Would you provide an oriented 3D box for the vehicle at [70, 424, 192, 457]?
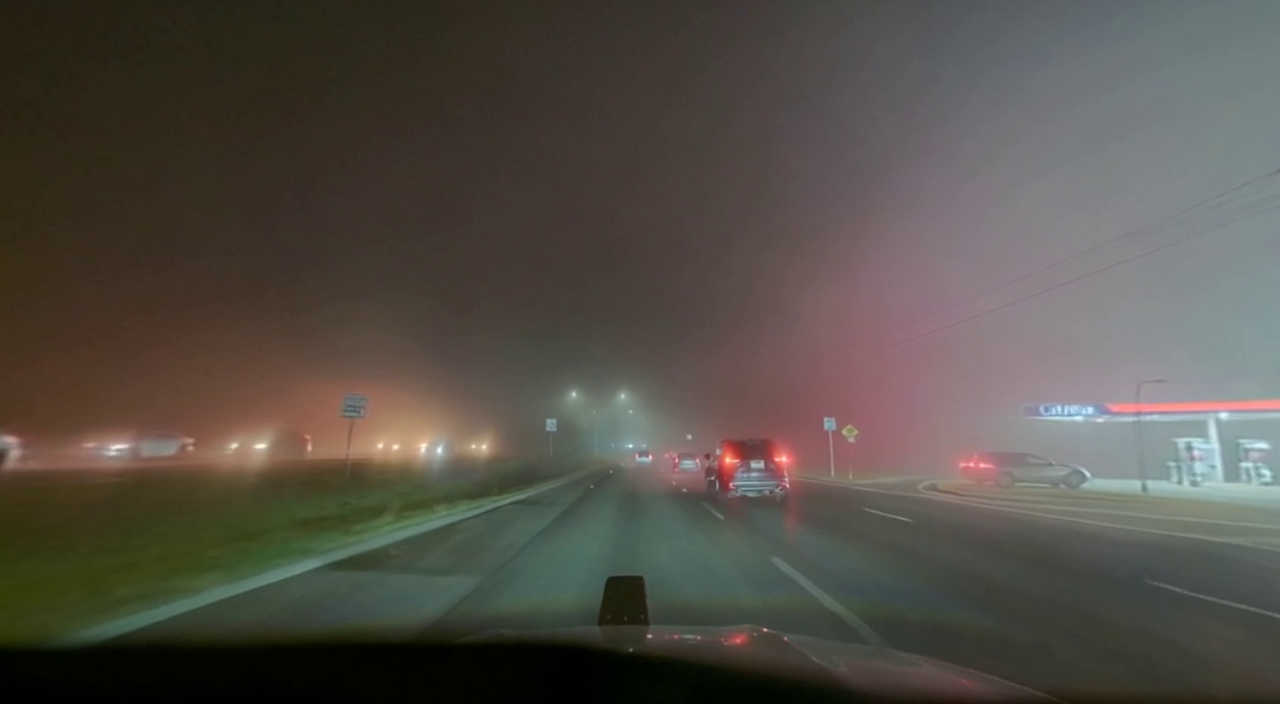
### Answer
[{"bbox_3d":[-23.806,4.194,29.732,1.848,1.450,4.502,0,-8,3],"label":"vehicle"}]

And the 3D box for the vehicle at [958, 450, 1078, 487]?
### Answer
[{"bbox_3d":[18.252,5.610,30.557,4.587,1.710,1.969,1,-9,-6],"label":"vehicle"}]

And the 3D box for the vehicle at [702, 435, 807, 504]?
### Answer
[{"bbox_3d":[3.252,3.442,18.991,2.184,1.777,4.712,0,-8,-1],"label":"vehicle"}]

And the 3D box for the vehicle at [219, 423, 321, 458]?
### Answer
[{"bbox_3d":[-19.858,4.823,34.177,2.037,1.761,5.401,-1,-8,3],"label":"vehicle"}]

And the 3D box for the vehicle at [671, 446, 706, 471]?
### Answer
[{"bbox_3d":[3.203,7.166,42.586,2.012,1.612,4.114,0,-8,0],"label":"vehicle"}]
